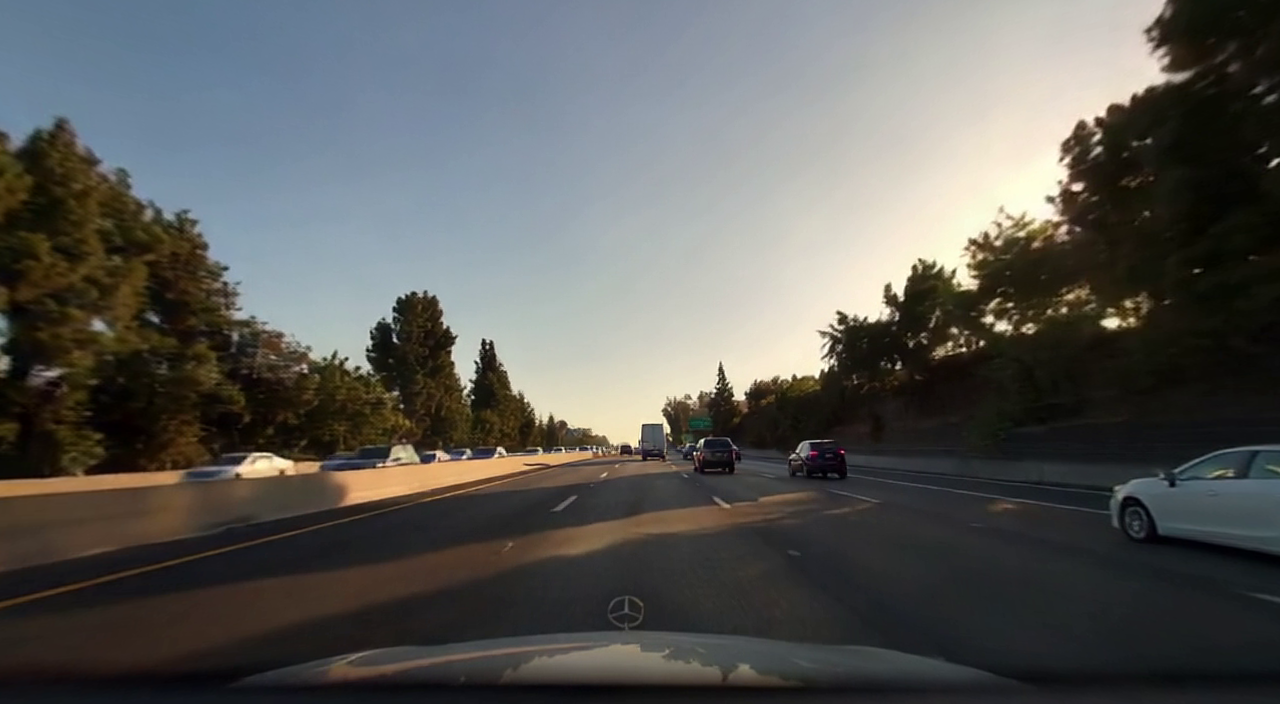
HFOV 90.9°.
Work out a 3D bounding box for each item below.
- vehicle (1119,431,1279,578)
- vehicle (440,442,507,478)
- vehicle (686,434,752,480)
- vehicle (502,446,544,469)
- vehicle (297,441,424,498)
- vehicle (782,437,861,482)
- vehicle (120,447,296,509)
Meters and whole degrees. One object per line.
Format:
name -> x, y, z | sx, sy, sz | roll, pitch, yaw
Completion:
vehicle -> 7.552, 1.504, 6.092 | 2.022, 1.488, 4.817 | 0, -8, -1
vehicle -> -7.963, 5.203, 30.609 | 1.997, 1.600, 4.277 | 0, -8, 1
vehicle -> 3.432, 4.650, 28.250 | 2.209, 1.862, 4.717 | 0, -8, -2
vehicle -> -8.056, 7.304, 43.883 | 1.958, 1.503, 4.671 | 0, -8, 1
vehicle -> -8.587, 3.609, 19.885 | 1.963, 1.571, 4.318 | 0, -8, 1
vehicle -> 7.491, 4.469, 26.499 | 1.976, 1.703, 4.288 | 0, -8, -1
vehicle -> -12.391, 3.603, 18.554 | 1.930, 1.549, 4.442 | 0, -8, 2
